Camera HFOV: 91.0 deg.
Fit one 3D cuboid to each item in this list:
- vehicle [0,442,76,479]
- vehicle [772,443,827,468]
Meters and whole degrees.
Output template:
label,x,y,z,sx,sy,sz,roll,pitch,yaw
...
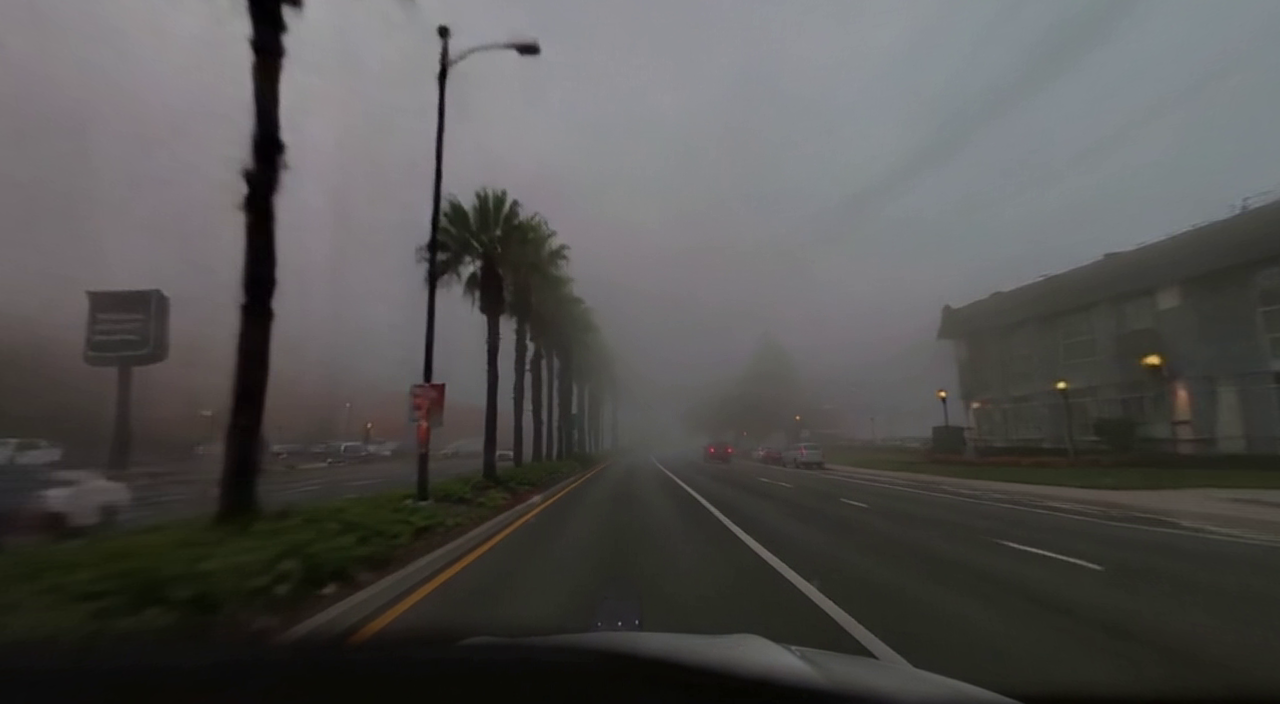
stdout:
label,x,y,z,sx,sy,sz,roll,pitch,yaw
vehicle,-36.043,6.102,35.557,5.711,2.003,2.550,0,-8,-1
vehicle,10.196,6.653,40.659,2.086,1.545,4.645,1,-8,-4
